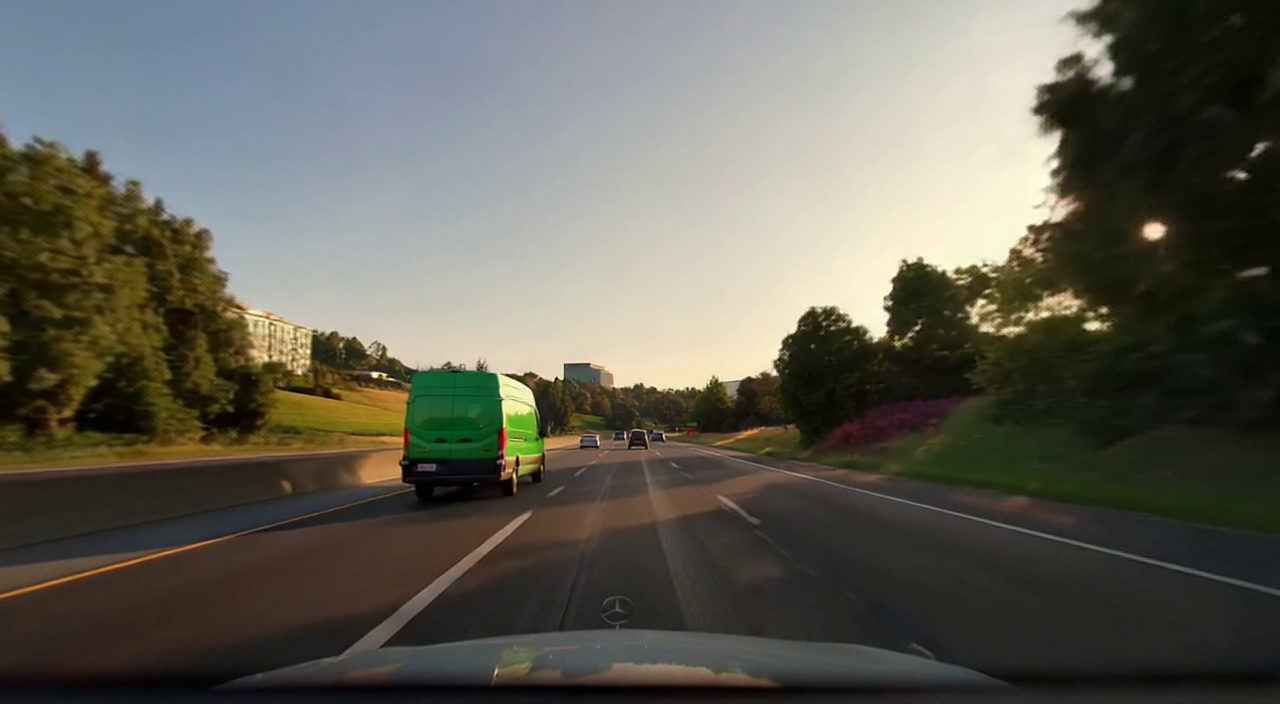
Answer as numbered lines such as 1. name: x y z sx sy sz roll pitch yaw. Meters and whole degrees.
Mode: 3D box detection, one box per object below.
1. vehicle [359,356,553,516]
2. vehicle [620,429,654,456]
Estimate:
1. vehicle: -3.371 1.744 13.170 2.424 2.577 5.828 0 -8 -2
2. vehicle: -0.222 5.911 41.131 2.104 1.646 4.176 0 -8 -1
